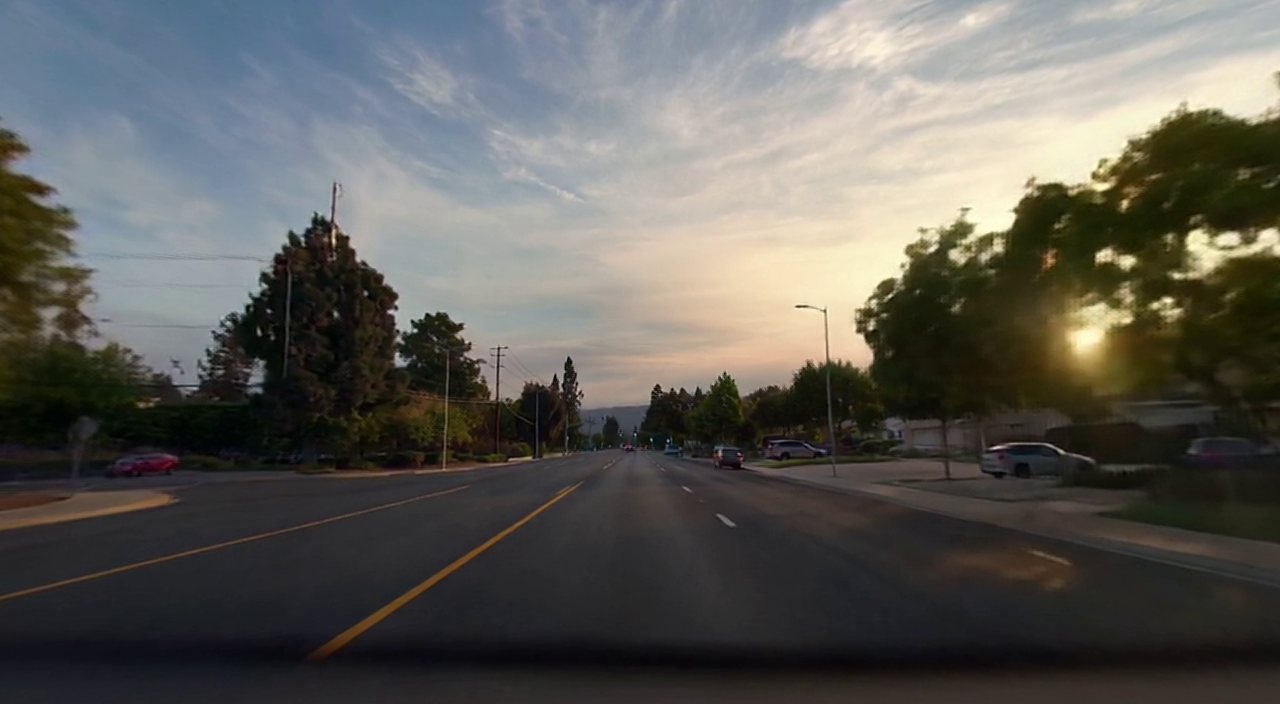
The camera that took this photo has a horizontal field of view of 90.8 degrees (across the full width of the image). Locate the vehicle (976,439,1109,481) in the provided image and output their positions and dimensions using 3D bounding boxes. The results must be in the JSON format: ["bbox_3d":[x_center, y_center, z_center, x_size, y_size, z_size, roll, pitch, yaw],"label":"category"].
[{"bbox_3d":[15.120,4.072,23.896,3.709,1.509,1.873,0,-9,0],"label":"vehicle"}]

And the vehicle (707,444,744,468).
[{"bbox_3d":[6.483,7.917,48.185,2.043,1.747,4.680,0,-9,-2],"label":"vehicle"}]

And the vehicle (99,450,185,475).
[{"bbox_3d":[-32.085,7.116,40.864,1.866,1.469,4.473,0,-9,0],"label":"vehicle"}]
